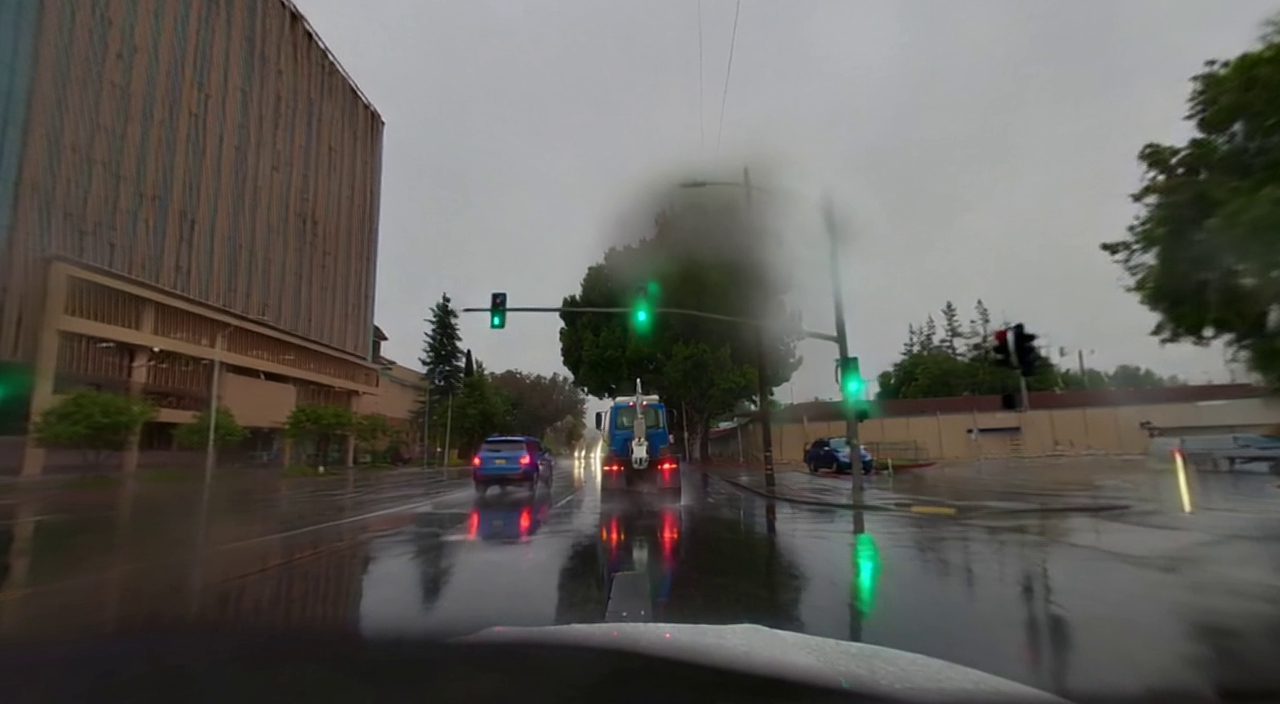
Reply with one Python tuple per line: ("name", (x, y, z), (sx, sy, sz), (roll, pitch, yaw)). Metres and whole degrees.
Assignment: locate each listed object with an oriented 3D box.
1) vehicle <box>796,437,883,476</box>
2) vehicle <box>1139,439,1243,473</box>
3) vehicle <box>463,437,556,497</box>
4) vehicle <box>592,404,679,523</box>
("vehicle", (10.004, 5.298, 32.121), (2.186, 1.783, 4.716), (1, -9, -11))
("vehicle", (25.326, 4.783, 29.027), (3.565, 1.369, 1.647), (-1, -9, -12))
("vehicle", (-3.991, 3.598, 20.078), (2.081, 1.688, 4.235), (0, -9, 0))
("vehicle", (-0.270, 4.147, 24.230), (2.552, 3.461, 11.044), (1, -9, -1))
